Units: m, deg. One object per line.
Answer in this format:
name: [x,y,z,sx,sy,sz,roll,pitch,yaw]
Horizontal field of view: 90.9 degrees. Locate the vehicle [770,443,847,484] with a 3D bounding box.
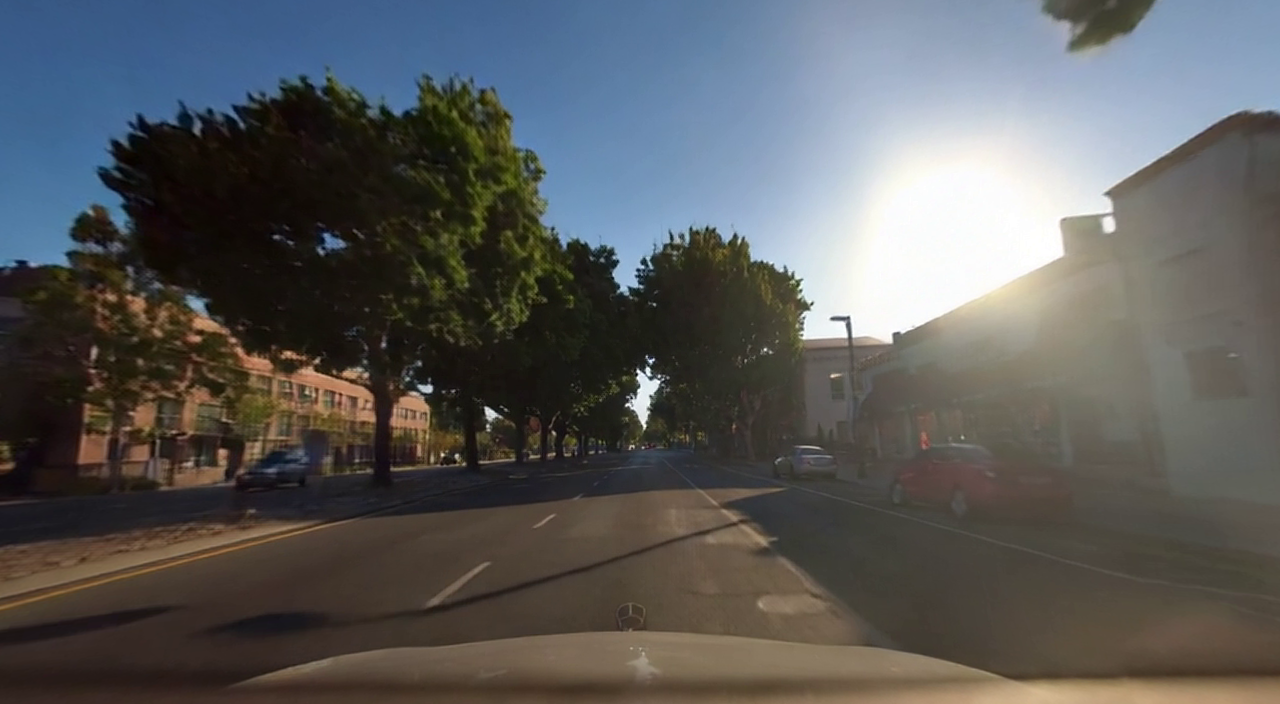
vehicle: [6.844,4.547,26.133,1.923,1.498,4.676,0,-8,1]

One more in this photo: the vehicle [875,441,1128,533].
vehicle: [6.791,2.561,12.731,2.119,1.458,4.965,1,-9,-1]
